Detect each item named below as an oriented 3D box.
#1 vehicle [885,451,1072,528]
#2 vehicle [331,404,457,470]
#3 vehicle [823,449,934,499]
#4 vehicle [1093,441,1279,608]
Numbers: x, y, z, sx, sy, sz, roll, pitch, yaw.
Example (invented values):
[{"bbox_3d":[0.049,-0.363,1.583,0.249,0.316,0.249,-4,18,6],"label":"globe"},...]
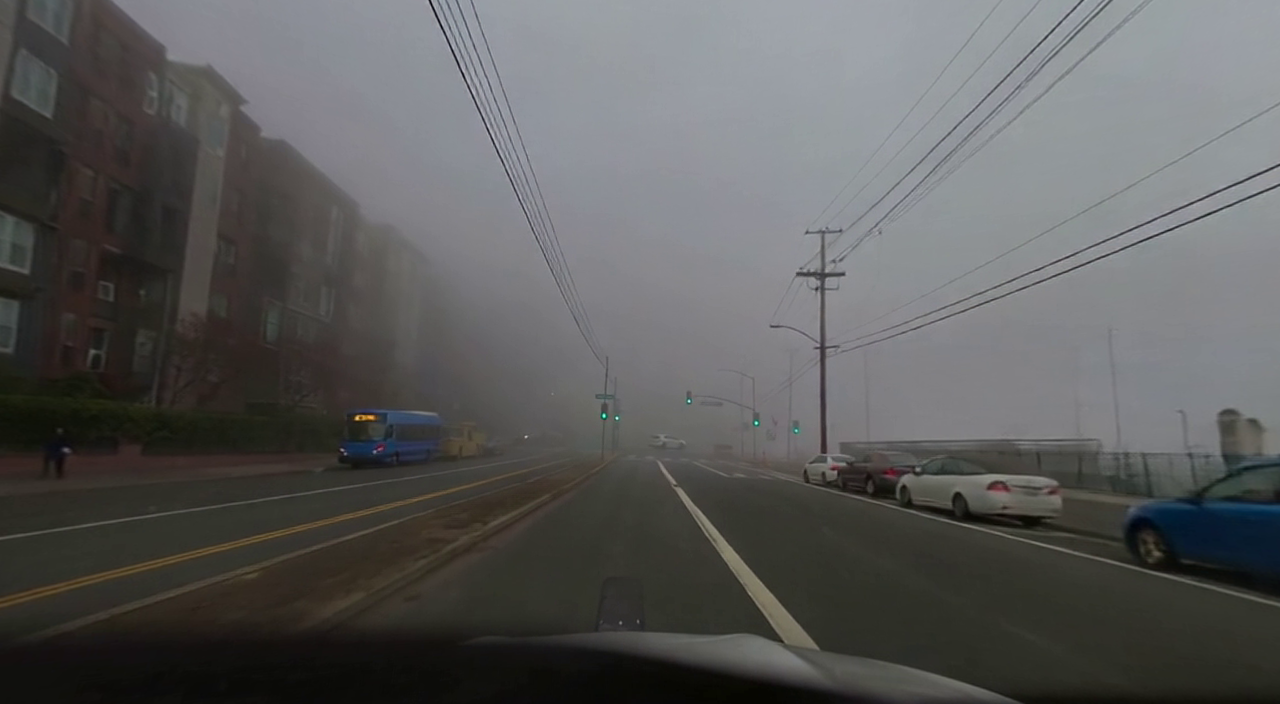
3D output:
[{"bbox_3d":[7.936,3.221,15.478,1.997,1.517,4.755,0,-8,1],"label":"vehicle"},{"bbox_3d":[-13.856,5.047,36.931,3.060,3.307,9.997,0,-8,2],"label":"vehicle"},{"bbox_3d":[8.037,4.124,21.838,1.996,1.473,4.740,0,-8,0],"label":"vehicle"},{"bbox_3d":[7.776,1.848,6.896,2.143,1.731,4.781,0,-8,1],"label":"vehicle"}]
